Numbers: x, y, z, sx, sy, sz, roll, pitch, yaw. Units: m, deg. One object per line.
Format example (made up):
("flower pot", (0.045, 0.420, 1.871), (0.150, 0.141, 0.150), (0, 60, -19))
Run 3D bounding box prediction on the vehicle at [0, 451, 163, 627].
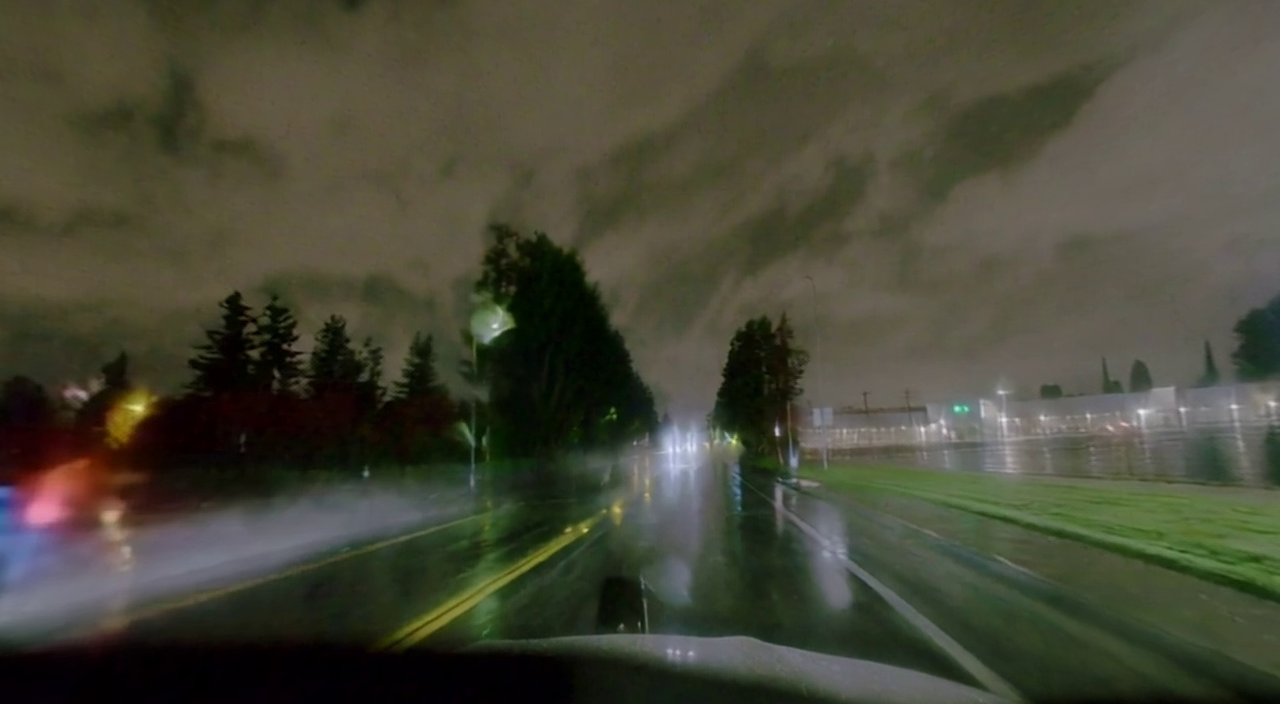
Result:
("vehicle", (-6.518, 1.549, 4.880), (1.926, 1.465, 4.433), (-2, -8, 6))
